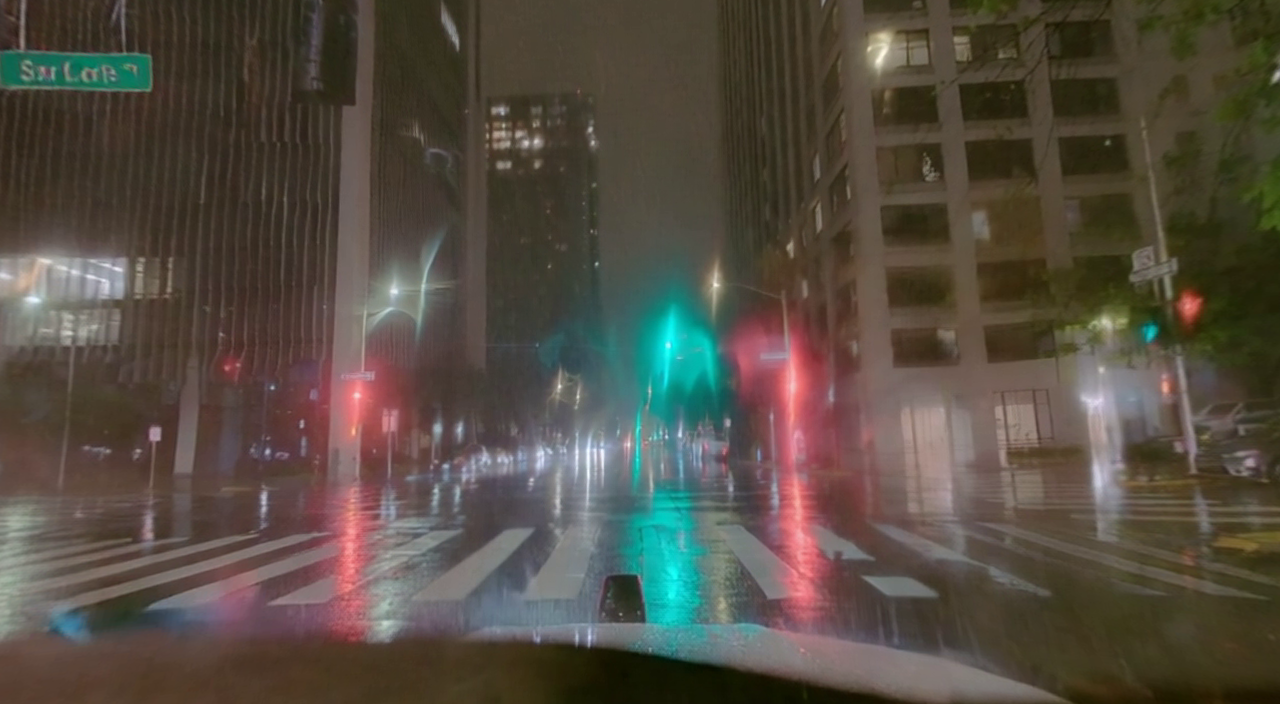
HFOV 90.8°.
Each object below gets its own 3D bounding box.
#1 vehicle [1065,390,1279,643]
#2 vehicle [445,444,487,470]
[{"bbox_3d":[5.648,1.138,4.246,2.070,1.804,4.881,0,-8,-1],"label":"vehicle"},{"bbox_3d":[-12.450,7.508,45.382,1.935,1.639,4.244,-3,-8,-2],"label":"vehicle"}]
